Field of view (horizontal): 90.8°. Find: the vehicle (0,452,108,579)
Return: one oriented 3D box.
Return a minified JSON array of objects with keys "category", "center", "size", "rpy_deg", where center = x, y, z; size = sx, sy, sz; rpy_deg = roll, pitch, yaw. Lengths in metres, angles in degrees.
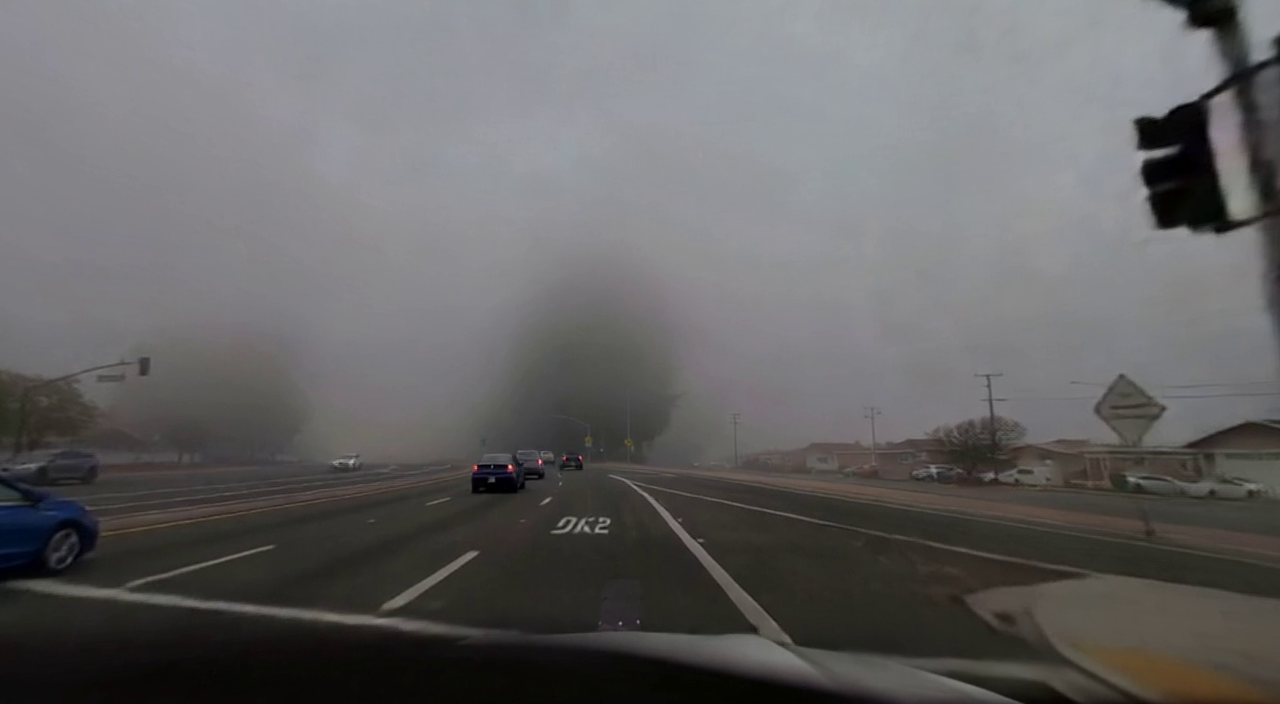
[{"category":"vehicle","center":[-8.298,1.787,6.615],"size":[1.889,1.429,4.029],"rpy_deg":[0,-9,1]}]

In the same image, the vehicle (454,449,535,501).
[{"category":"vehicle","center":[-5.063,4.328,22.709],"size":[2.098,1.613,4.606],"rpy_deg":[0,-9,-4]}]

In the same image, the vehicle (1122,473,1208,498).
[{"category":"vehicle","center":[36.196,9.184,43.720],"size":[1.698,1.438,4.442],"rpy_deg":[1,-9,-8]}]

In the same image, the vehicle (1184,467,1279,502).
[{"category":"vehicle","center":[36.831,8.085,38.873],"size":[1.888,1.758,5.043],"rpy_deg":[1,-9,-5]}]
